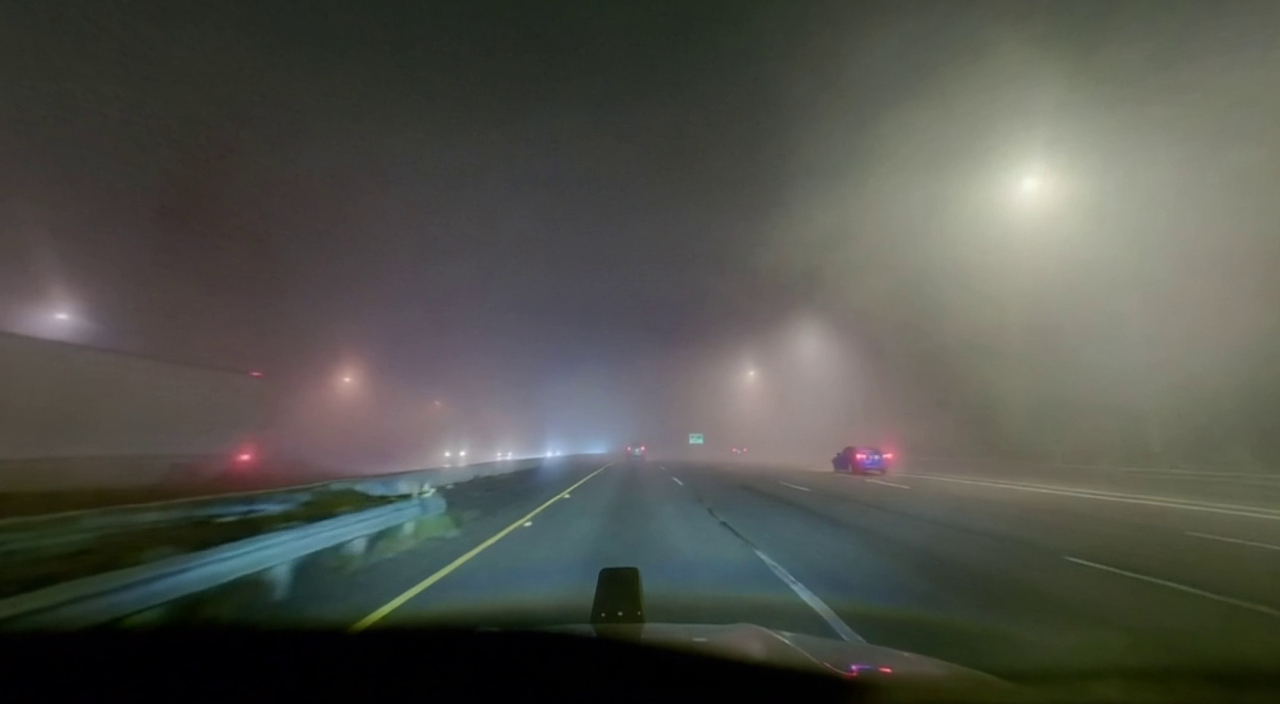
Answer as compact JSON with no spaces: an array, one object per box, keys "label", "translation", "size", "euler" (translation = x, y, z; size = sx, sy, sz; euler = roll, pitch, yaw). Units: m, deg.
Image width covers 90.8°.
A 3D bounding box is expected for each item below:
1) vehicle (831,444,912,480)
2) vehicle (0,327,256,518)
[{"label":"vehicle","translation":[10.608,5.064,29.392],"size":[2.024,1.481,4.747],"euler":[0,-8,0]},{"label":"vehicle","translation":[-17.579,2.031,17.826],"size":[3.115,4.736,16.407],"euler":[0,-8,0]}]
